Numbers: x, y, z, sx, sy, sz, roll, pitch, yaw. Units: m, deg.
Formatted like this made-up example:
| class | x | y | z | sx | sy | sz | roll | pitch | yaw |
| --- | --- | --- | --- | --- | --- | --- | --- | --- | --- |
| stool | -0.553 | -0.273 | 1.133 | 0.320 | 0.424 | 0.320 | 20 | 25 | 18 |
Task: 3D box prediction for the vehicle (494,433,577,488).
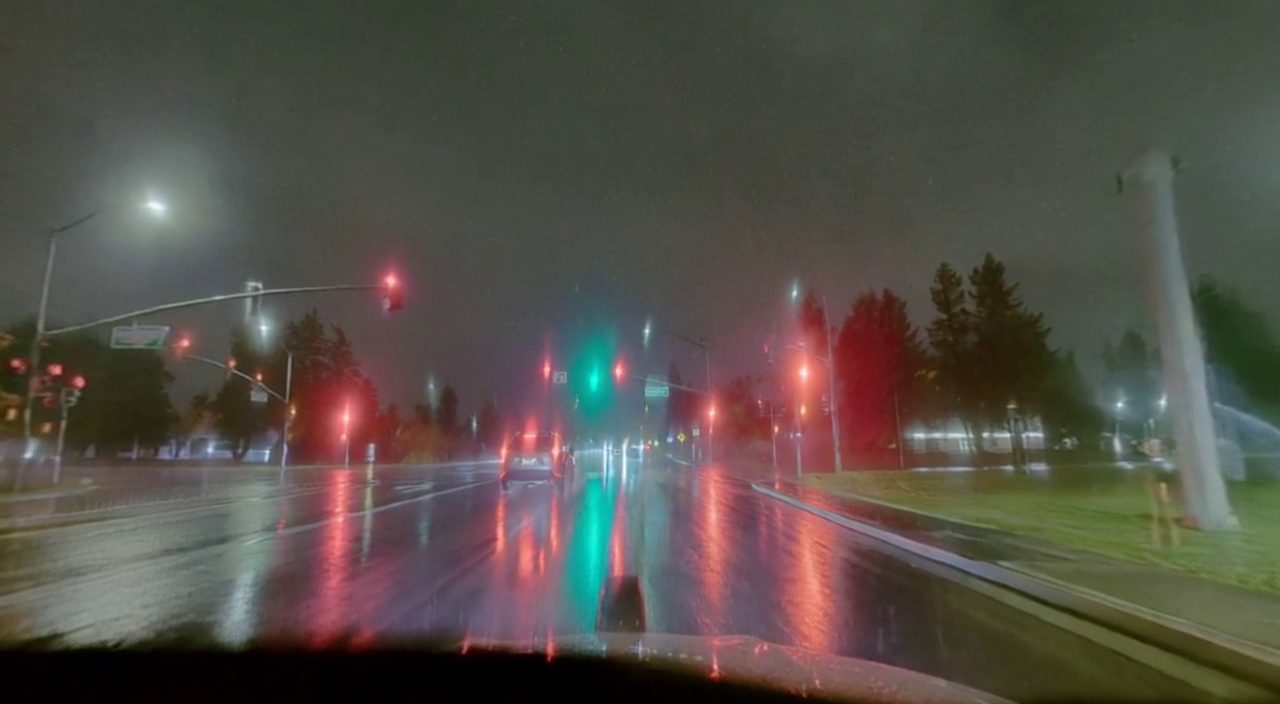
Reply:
| class | x | y | z | sx | sy | sz | roll | pitch | yaw |
| --- | --- | --- | --- | --- | --- | --- | --- | --- | --- |
| vehicle | -3.339 | 3.576 | 21.129 | 2.076 | 1.599 | 4.483 | 0 | -9 | -1 |
